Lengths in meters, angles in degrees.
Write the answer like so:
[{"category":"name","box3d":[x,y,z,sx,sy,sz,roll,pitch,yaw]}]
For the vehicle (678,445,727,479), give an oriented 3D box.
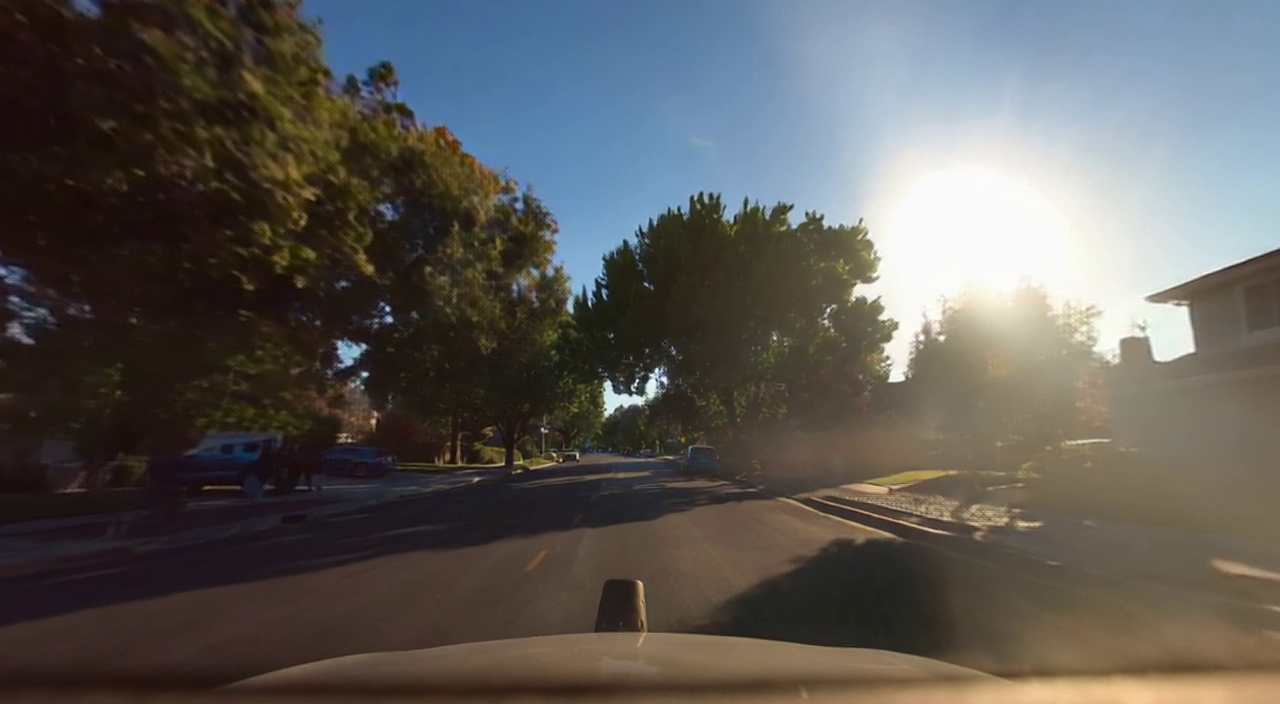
[{"category":"vehicle","box3d":[3.139,5.616,32.522,2.114,1.633,4.042,0,-9,0]}]
